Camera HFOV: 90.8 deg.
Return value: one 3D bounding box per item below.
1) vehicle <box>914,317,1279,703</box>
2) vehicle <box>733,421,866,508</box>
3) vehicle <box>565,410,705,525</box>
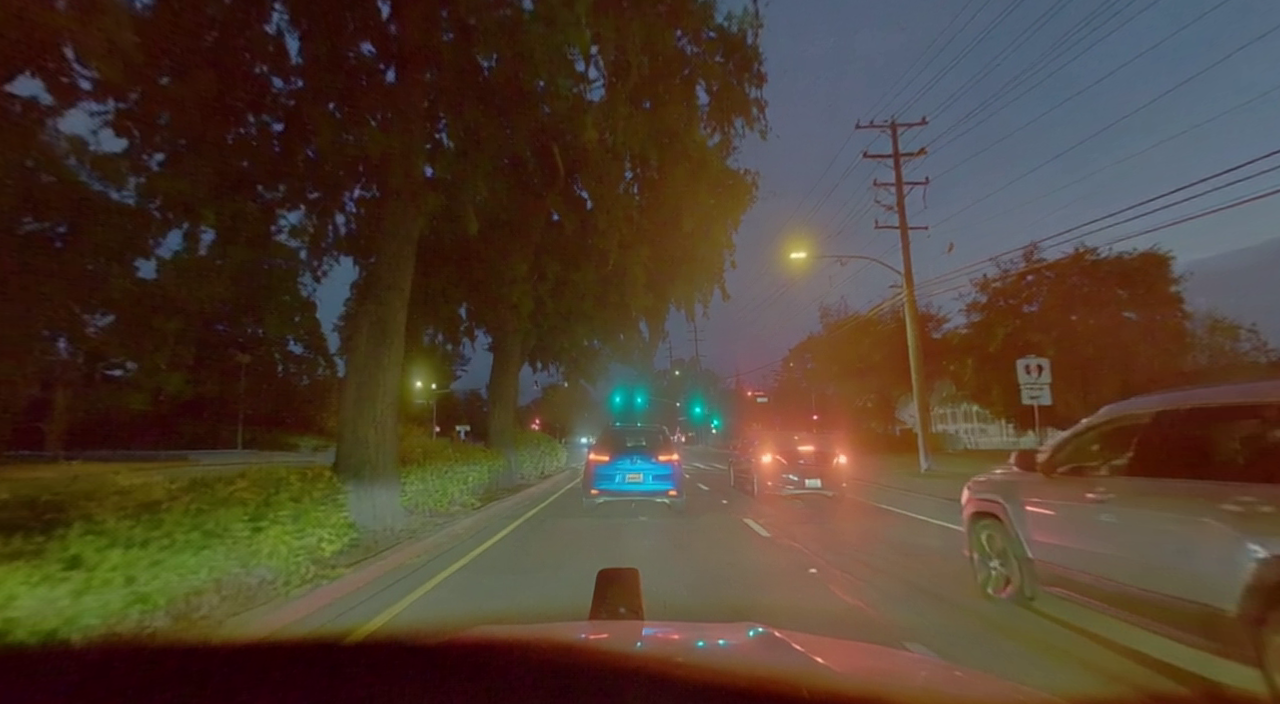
[{"bbox_3d":[3.813,0.893,3.496,2.254,1.840,4.918,0,-8,-1],"label":"vehicle"},{"bbox_3d":[3.380,2.465,14.181,1.923,1.653,3.703,0,-8,-1],"label":"vehicle"},{"bbox_3d":[-0.125,2.095,11.916,2.163,1.746,4.073,0,-8,-1],"label":"vehicle"}]
